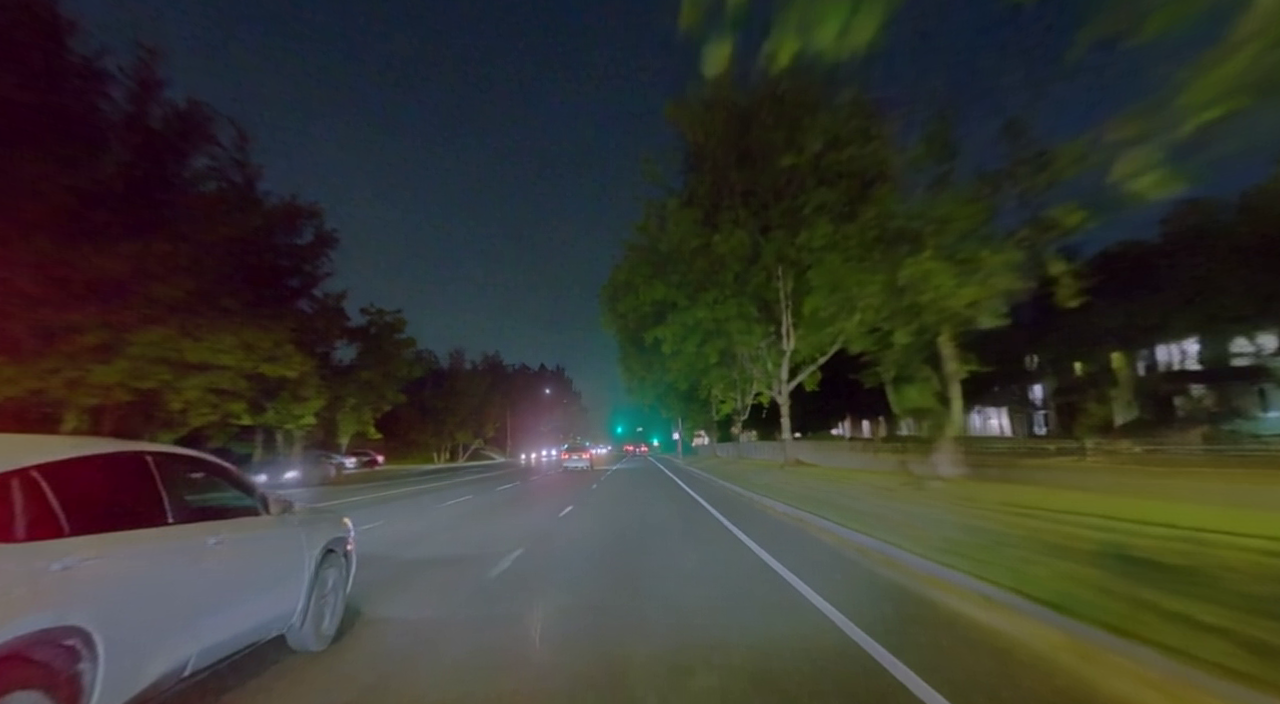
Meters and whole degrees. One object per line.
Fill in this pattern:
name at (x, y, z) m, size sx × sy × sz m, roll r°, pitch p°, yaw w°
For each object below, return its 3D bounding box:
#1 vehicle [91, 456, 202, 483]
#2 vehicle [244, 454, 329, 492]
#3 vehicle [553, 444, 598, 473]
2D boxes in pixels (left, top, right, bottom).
vehicle at (-28.922, 6.895, 37.173) m, size 4.612 × 1.454 × 2.016 m, roll 1°, pitch -8°, yaw -8°
vehicle at (-17.701, 6.012, 31.860) m, size 1.900 × 1.474 × 4.431 m, roll -4°, pitch -7°, yaw -2°
vehicle at (-3.450, 5.743, 34.363) m, size 1.992 × 1.447 × 4.044 m, roll 0°, pitch -8°, yaw 0°
